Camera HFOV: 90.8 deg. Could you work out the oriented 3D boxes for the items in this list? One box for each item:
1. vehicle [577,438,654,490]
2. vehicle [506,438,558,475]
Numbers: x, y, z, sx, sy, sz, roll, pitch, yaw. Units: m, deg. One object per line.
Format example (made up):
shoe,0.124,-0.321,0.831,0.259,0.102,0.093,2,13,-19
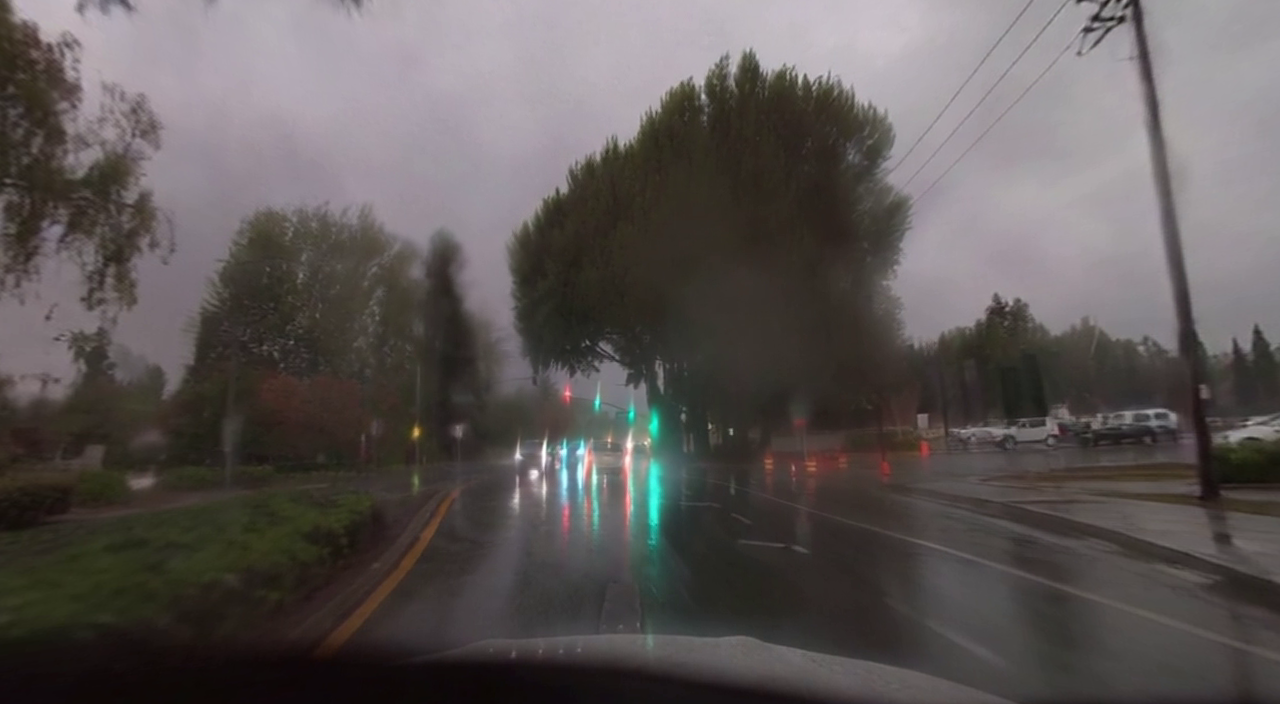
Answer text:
vehicle,-0.942,3.663,21.094,2.266,1.508,4.430,1,-8,-6
vehicle,-5.167,5.075,30.876,2.077,1.665,4.206,1,-8,-4
